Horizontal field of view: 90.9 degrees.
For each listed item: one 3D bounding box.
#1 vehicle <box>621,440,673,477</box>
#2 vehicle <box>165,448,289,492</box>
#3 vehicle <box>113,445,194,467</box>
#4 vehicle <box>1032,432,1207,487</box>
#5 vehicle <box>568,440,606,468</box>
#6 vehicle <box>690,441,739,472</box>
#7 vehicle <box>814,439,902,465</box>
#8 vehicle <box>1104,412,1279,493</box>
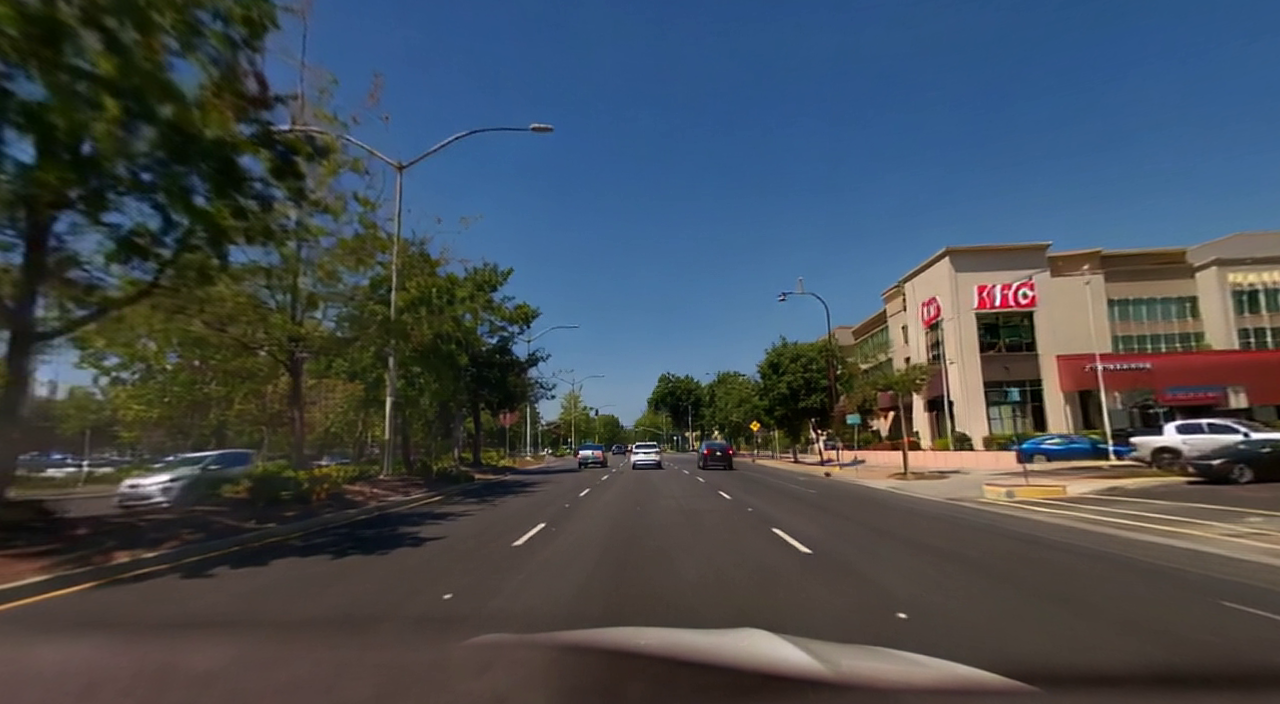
[{"bbox_3d":[0.272,4.602,27.457,2.059,1.477,4.216,0,-8,0],"label":"vehicle"},{"bbox_3d":[-15.657,4.459,24.219,1.796,1.466,4.362,0,-8,0],"label":"vehicle"},{"bbox_3d":[-36.159,7.731,46.931,4.357,1.591,1.981,0,-9,-2],"label":"vehicle"},{"bbox_3d":[14.989,3.385,20.132,2.099,1.526,4.555,-1,-8,2],"label":"vehicle"},{"bbox_3d":[-3.243,6.323,39.186,1.995,1.607,4.086,0,-8,0],"label":"vehicle"},{"bbox_3d":[3.723,5.343,32.344,2.012,1.462,4.400,0,-8,0],"label":"vehicle"},{"bbox_3d":[12.902,5.961,37.585,4.622,1.469,1.934,-2,-9,9],"label":"vehicle"},{"bbox_3d":[17.394,3.006,19.201,2.131,2.070,5.579,-1,-9,-1],"label":"vehicle"}]
